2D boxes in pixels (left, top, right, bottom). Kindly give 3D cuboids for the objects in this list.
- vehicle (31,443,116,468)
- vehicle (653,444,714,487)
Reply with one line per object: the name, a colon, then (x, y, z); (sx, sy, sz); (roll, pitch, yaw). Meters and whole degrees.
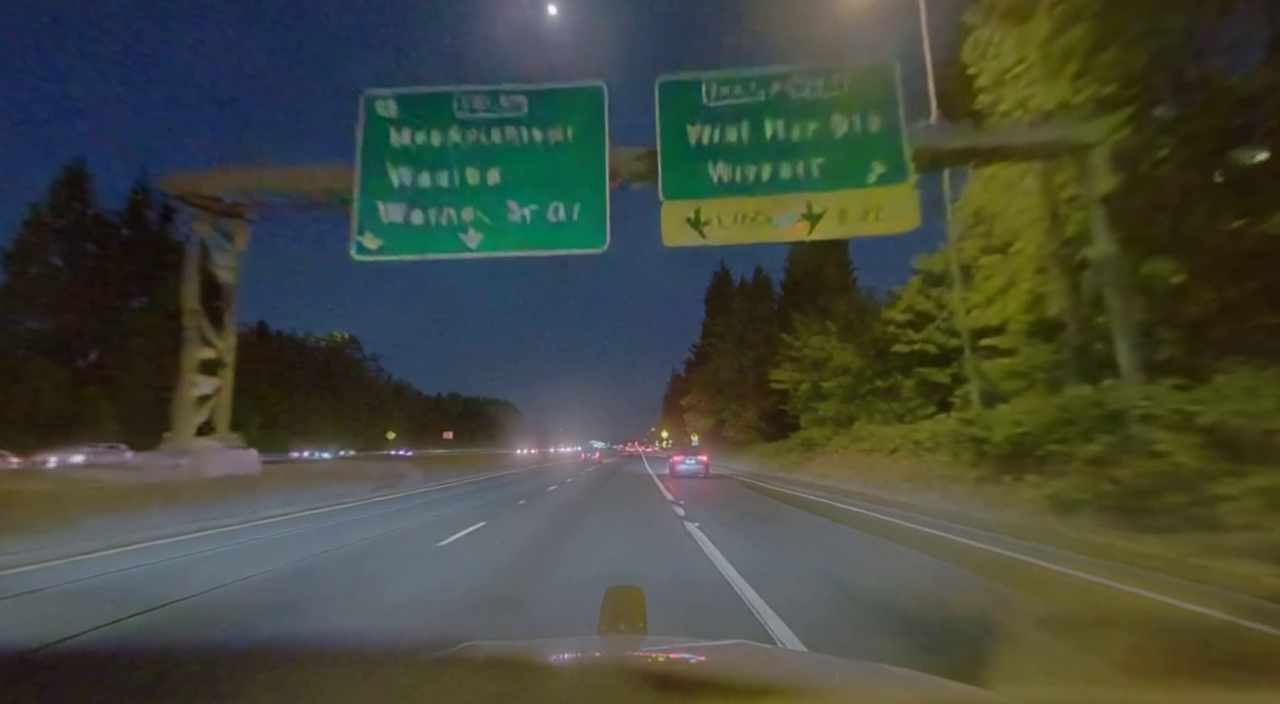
vehicle: (-38.484, 7.044, 42.982); (1.897, 1.595, 4.510); (1, -9, -6)
vehicle: (1.547, 4.254, 23.821); (1.960, 1.456, 3.818); (0, -9, -1)
